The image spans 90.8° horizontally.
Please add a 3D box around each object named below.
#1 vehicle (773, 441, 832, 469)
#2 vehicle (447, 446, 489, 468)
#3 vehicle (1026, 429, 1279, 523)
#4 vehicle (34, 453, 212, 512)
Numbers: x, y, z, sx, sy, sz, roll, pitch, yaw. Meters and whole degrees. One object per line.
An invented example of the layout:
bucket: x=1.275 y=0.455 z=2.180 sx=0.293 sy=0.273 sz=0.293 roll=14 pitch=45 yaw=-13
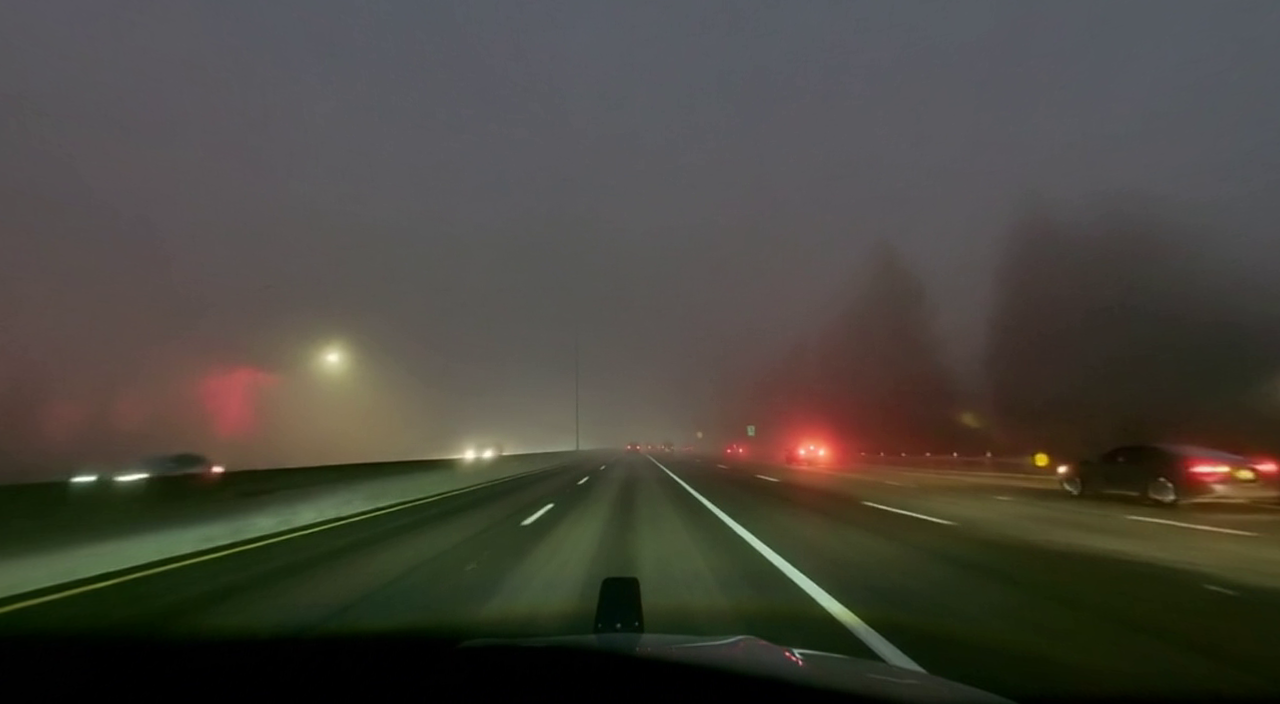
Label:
vehicle: x=9.426 y=6.017 z=37.056 sx=2.075 sy=1.496 sz=4.573 roll=0 pitch=-9 yaw=-2
vehicle: x=-10.623 y=6.485 z=39.196 sx=1.563 sy=1.226 sz=3.690 roll=1 pitch=-8 yaw=-1
vehicle: x=10.488 y=2.421 z=12.972 sx=1.962 sy=1.536 sz=4.945 roll=0 pitch=-9 yaw=-1
vehicle: x=-14.697 y=3.686 z=18.286 sx=1.895 sy=1.444 sz=3.835 roll=0 pitch=-9 yaw=0
